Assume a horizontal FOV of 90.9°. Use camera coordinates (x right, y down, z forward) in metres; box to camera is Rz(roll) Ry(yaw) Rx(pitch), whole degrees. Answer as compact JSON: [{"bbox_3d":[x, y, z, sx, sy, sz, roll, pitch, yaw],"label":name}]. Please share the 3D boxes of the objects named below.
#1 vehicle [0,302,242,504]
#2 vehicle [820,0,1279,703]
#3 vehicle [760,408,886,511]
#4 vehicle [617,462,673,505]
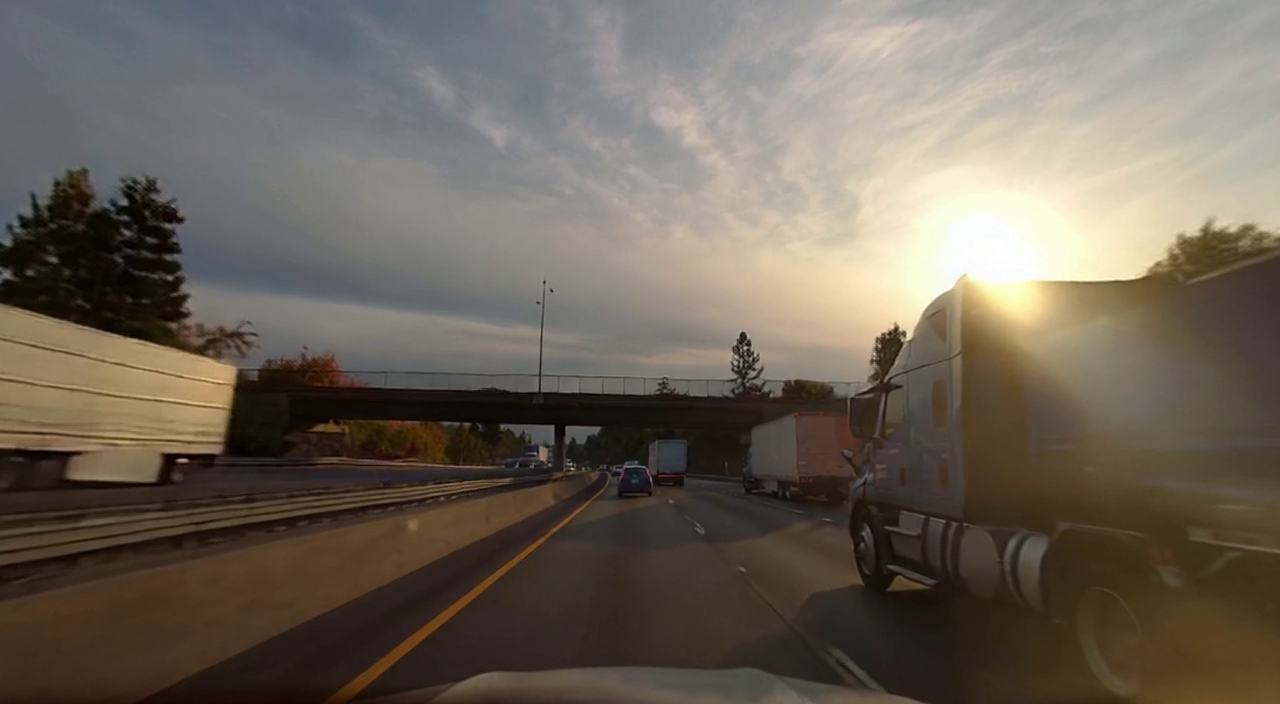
[{"bbox_3d":[-12.940,1.263,13.215,2.965,3.557,9.170,1,-11,1],"label":"vehicle"},{"bbox_3d":[3.742,-0.472,0.584,2.831,4.150,14.519,1,-10,0],"label":"vehicle"},{"bbox_3d":[7.456,4.664,27.156,2.839,3.684,8.091,1,-11,-1],"label":"vehicle"},{"bbox_3d":[0.163,5.181,25.066,2.067,1.552,3.601,1,-11,0],"label":"vehicle"}]
